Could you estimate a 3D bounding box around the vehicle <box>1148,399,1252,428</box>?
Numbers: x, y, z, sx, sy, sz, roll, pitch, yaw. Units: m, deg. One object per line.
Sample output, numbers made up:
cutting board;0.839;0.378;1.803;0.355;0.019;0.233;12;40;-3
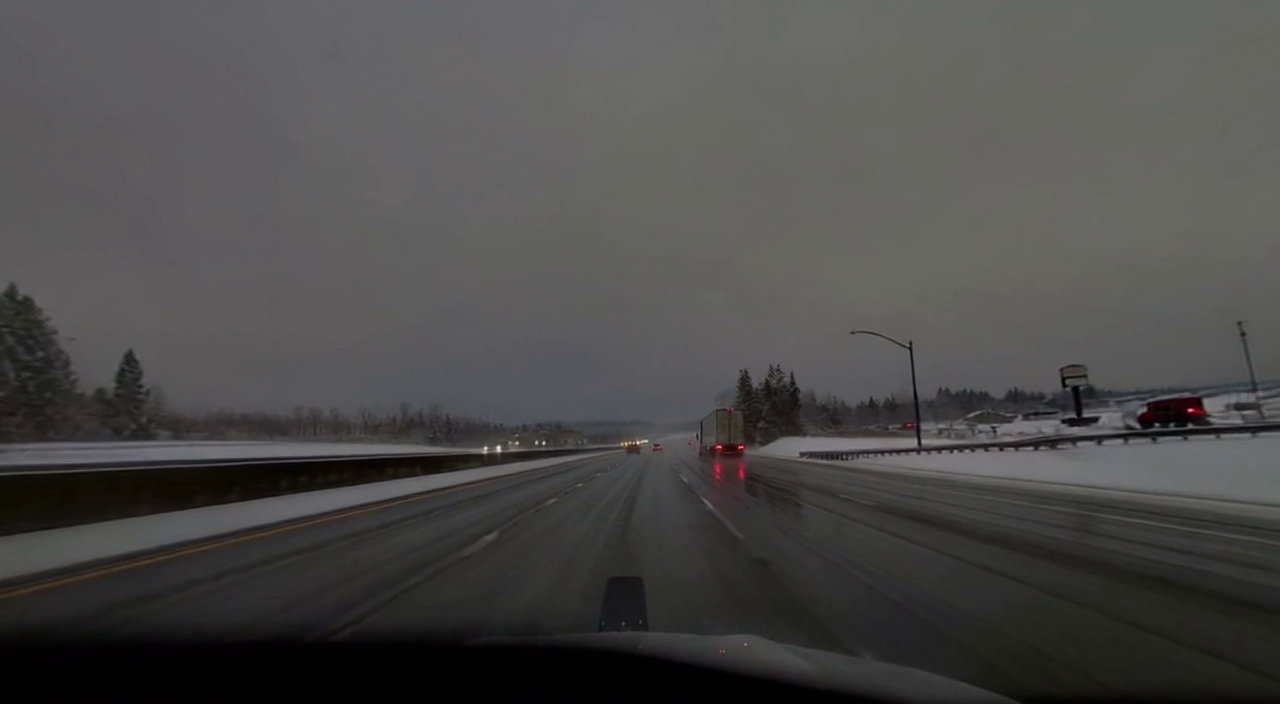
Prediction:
vehicle;41.843;4.700;47.340;2.205;1.861;5.602;1;-8;-8
